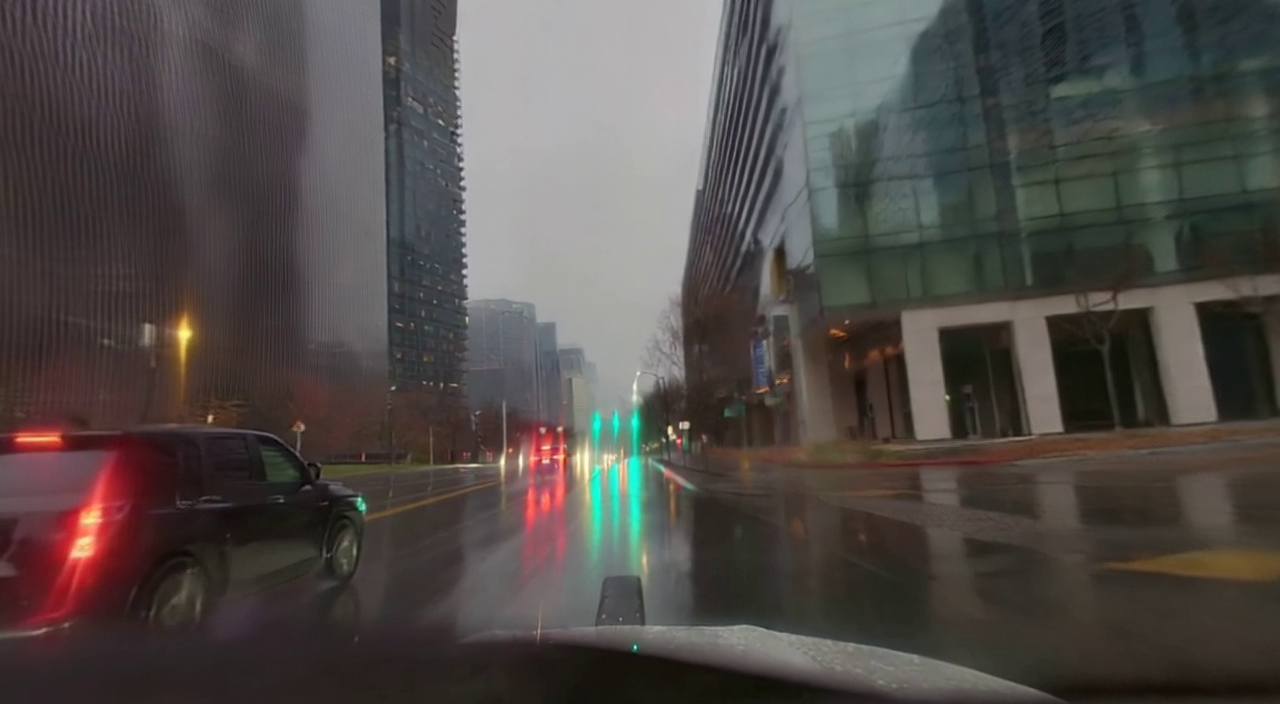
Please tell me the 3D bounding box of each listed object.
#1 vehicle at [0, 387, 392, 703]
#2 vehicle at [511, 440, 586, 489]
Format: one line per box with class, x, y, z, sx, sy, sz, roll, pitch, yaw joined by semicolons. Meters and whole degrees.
vehicle;-4.313;1.420;5.726;2.169;1.741;4.588;0;-9;1
vehicle;-3.788;4.792;27.057;2.384;1.849;5.009;0;-9;1
